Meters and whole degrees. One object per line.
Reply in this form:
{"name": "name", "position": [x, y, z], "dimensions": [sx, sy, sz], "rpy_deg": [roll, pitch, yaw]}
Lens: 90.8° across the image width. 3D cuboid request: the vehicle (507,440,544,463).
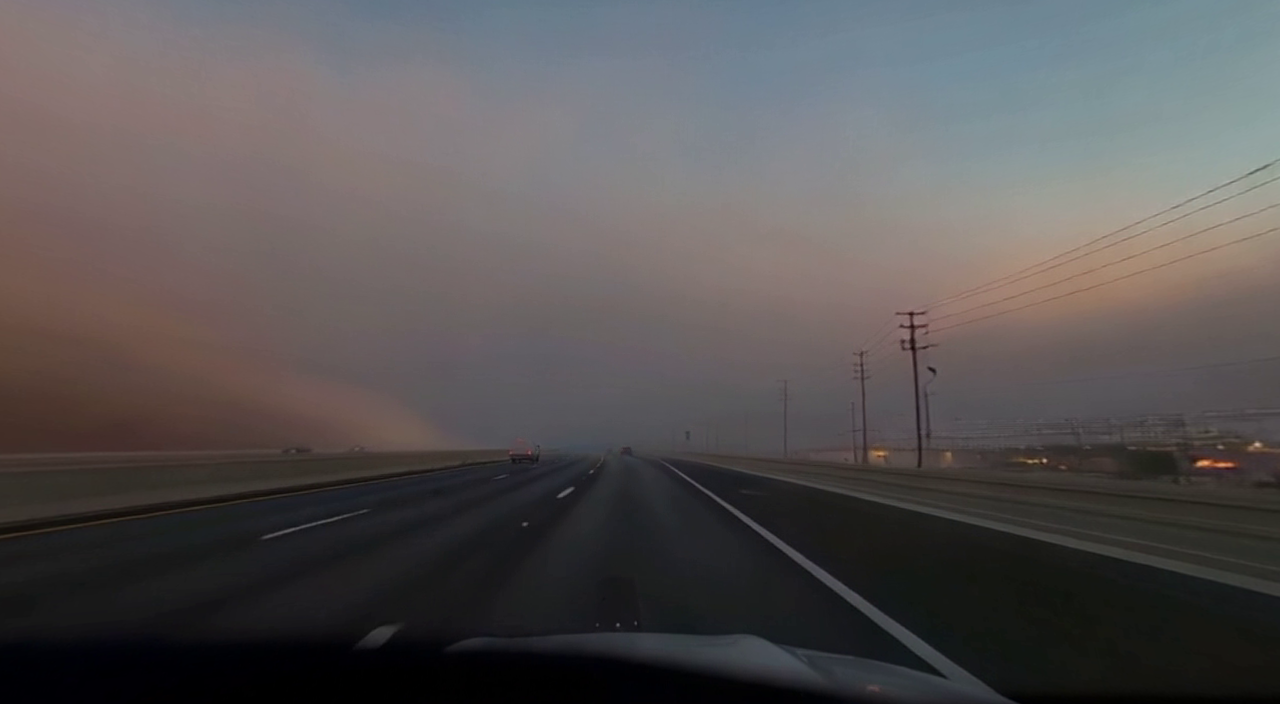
{"name": "vehicle", "position": [-8.681, 7.547, 48.081], "dimensions": [2.053, 1.682, 4.423], "rpy_deg": [0, -8, -1]}
